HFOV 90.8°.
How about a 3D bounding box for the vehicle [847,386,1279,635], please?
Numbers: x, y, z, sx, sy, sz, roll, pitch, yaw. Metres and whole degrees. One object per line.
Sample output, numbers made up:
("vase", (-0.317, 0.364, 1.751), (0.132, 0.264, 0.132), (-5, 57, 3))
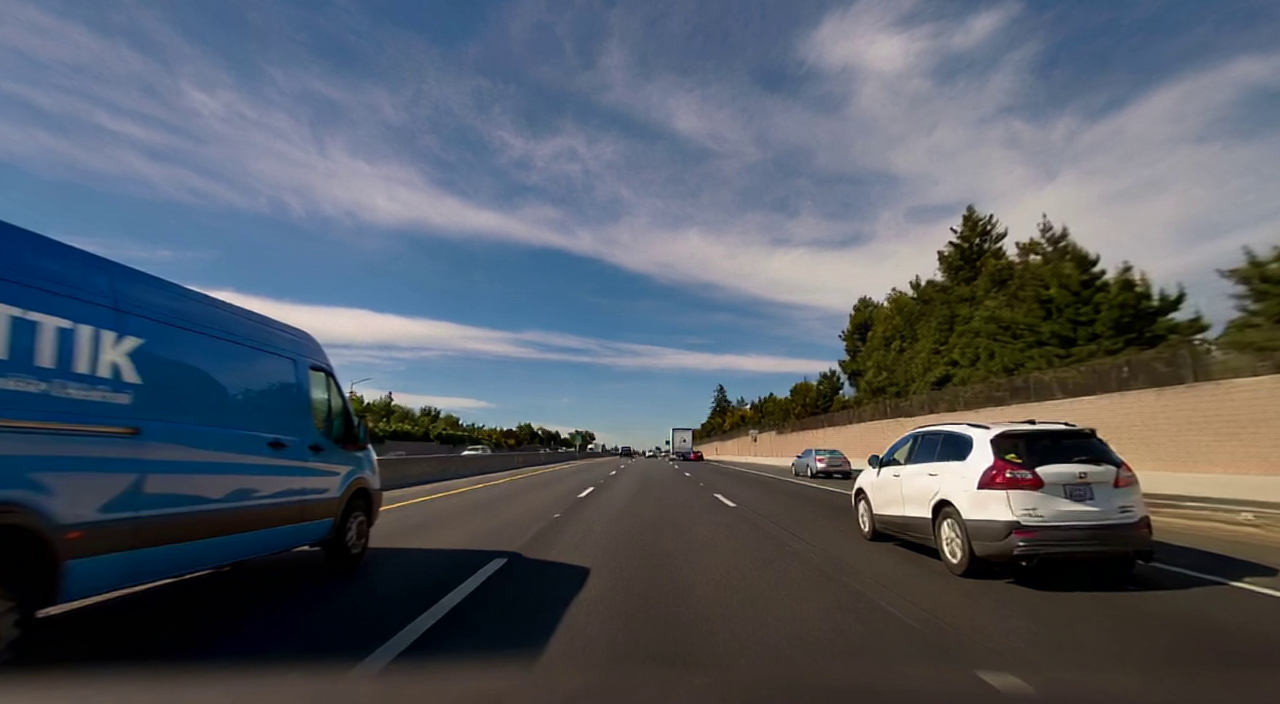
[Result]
("vehicle", (4.132, 1.464, 6.841), (2.025, 1.706, 4.797), (0, -9, -1))

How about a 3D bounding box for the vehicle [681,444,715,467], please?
("vehicle", (4.390, 7.880, 48.286), (2.066, 1.638, 4.158), (0, -9, -1))

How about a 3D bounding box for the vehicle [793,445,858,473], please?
("vehicle", (10.517, 6.085, 36.105), (1.838, 1.490, 4.460), (1, -9, -8))

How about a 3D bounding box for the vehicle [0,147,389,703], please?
("vehicle", (-4.027, 0.573, 3.642), (2.380, 2.648, 6.879), (0, -9, -1))
